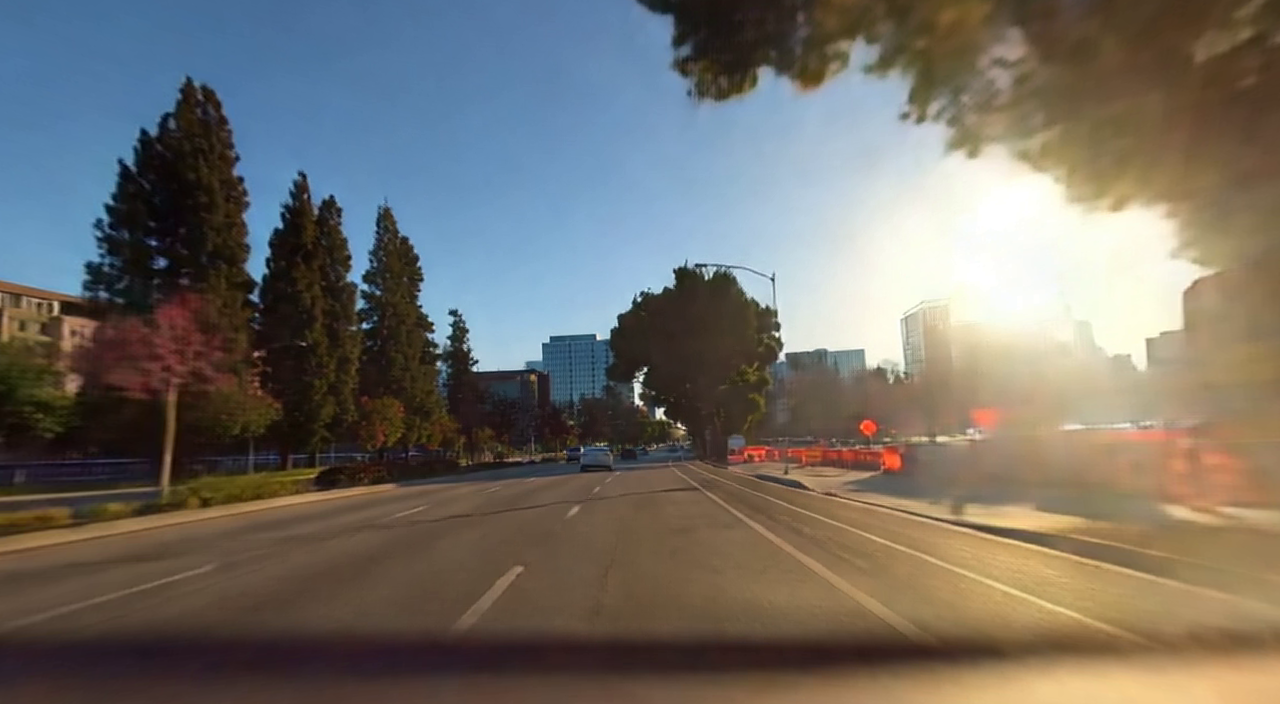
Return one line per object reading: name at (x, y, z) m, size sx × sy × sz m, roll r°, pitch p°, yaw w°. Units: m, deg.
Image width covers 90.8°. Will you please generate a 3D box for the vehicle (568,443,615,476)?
vehicle at (-2.573, 5.788, 34.237) m, size 2.121 × 1.654 × 3.993 m, roll 0°, pitch -8°, yaw 2°
